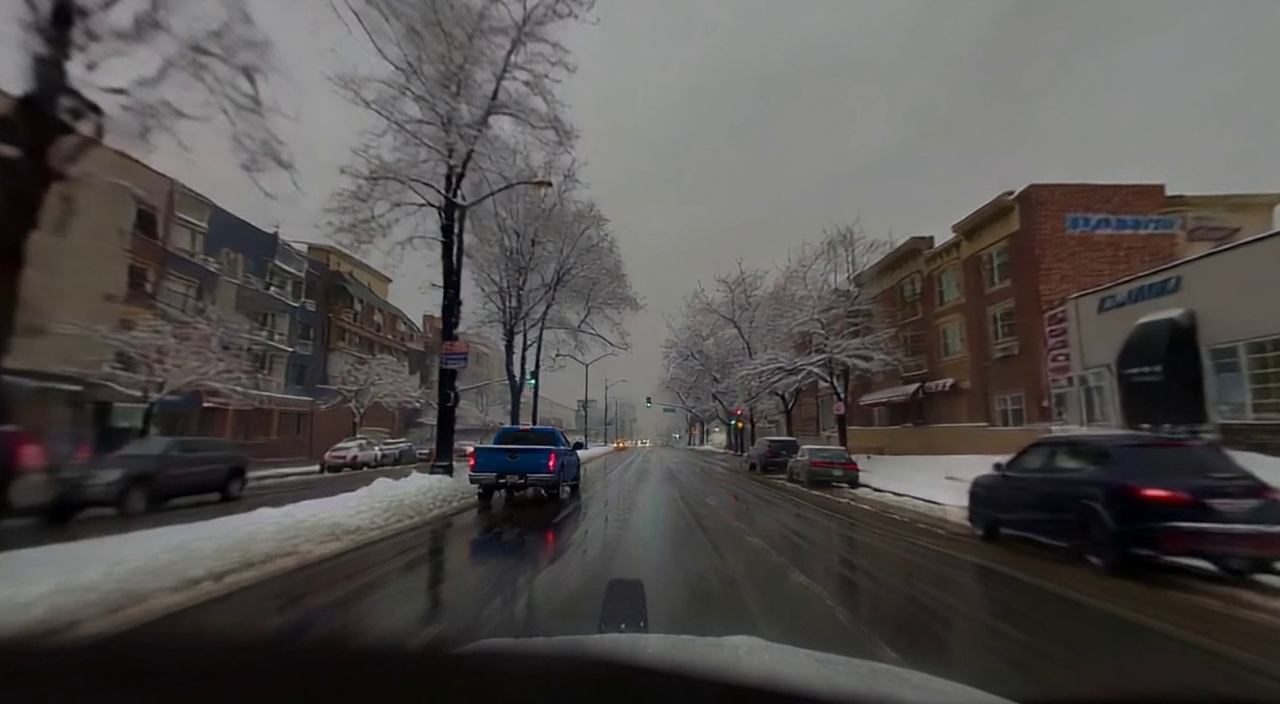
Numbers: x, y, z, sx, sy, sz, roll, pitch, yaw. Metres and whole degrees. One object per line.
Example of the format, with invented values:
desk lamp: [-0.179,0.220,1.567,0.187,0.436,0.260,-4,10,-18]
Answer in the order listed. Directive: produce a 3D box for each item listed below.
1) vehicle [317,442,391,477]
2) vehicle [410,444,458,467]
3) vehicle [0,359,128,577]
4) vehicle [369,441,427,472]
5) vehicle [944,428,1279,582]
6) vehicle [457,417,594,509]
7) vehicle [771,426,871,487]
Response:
vehicle: [-15.960,5.995,35.466,1.928,1.824,4.664,0,-9,0]
vehicle: [-15.701,7.942,48.364,2.100,1.596,4.739,-2,-9,0]
vehicle: [-7.257,0.862,4.367,2.462,2.027,5.808,0,-9,1]
vehicle: [-15.729,6.780,41.299,1.948,1.827,4.730,-2,-8,0]
vehicle: [6.052,1.824,8.326,1.988,1.514,3.962,0,-9,-1]
vehicle: [-2.433,2.580,15.072,2.197,1.786,5.365,0,-9,1]
vehicle: [6.045,3.579,21.758,2.043,1.841,4.842,0,-9,1]
